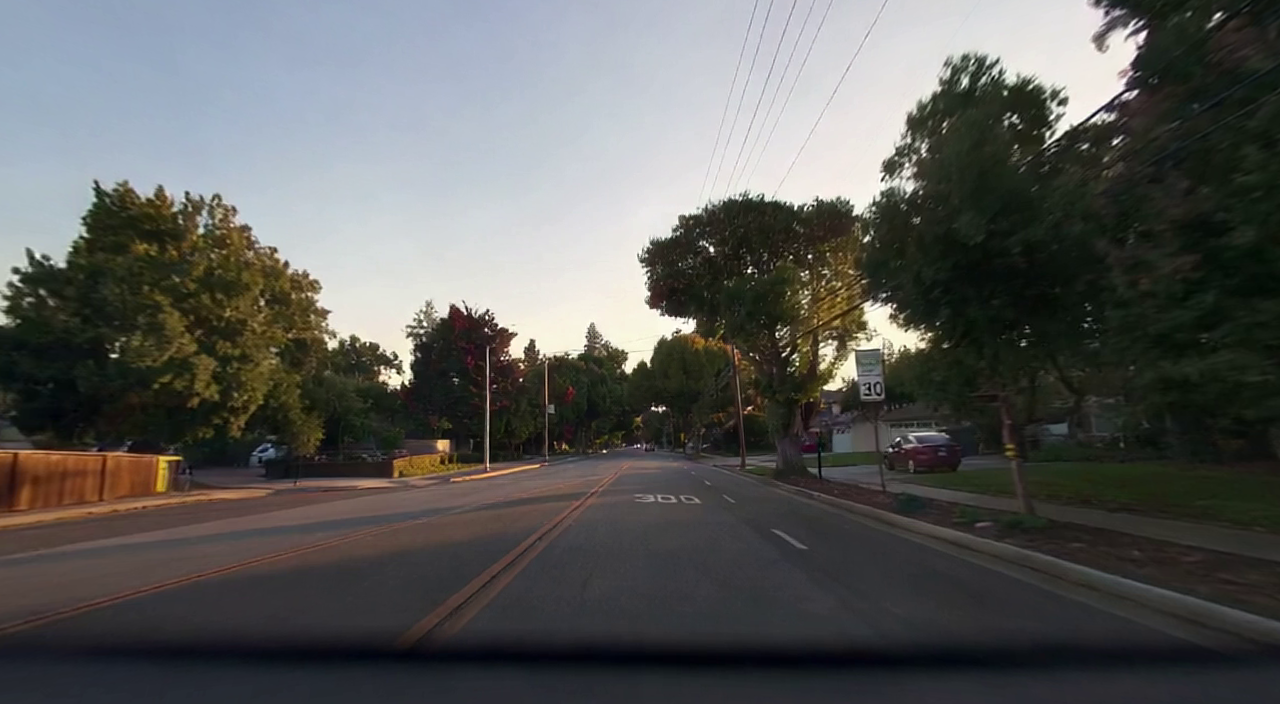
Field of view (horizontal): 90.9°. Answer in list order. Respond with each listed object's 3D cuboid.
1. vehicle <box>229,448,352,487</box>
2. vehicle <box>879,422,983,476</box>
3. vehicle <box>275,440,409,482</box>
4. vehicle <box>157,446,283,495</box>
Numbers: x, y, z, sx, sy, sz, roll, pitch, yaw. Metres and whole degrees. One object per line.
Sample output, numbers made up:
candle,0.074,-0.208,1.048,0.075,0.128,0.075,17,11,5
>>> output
vehicle,-14.848,4.884,26.854,4.195,1.497,2.291,-3,-10,20
vehicle,11.653,3.947,25.697,1.965,1.680,5.338,-9,-9,5
vehicle,-13.939,5.056,29.597,5.038,1.774,2.764,-2,-8,18
vehicle,-15.839,4.377,23.775,4.191,1.594,2.309,-5,-9,31
